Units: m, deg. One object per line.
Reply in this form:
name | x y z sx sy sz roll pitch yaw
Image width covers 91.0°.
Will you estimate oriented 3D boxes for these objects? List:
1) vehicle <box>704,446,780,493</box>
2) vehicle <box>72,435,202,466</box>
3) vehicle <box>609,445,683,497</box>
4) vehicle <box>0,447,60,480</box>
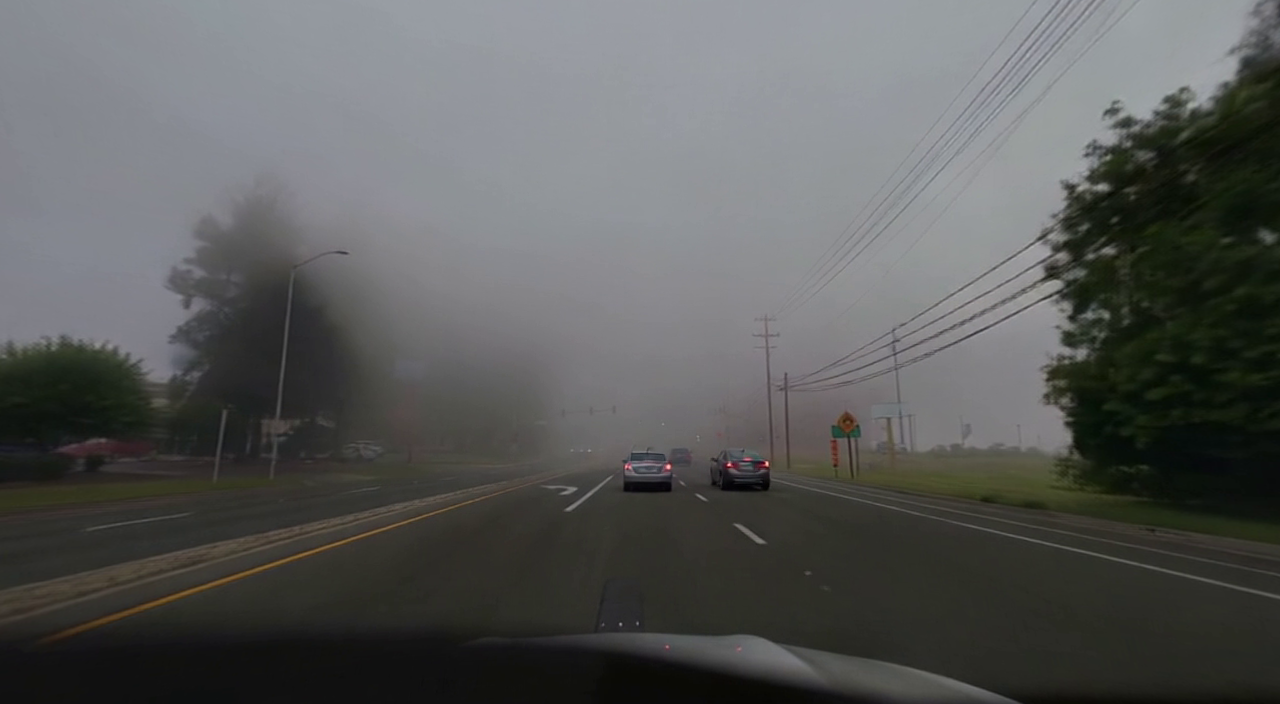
vehicle | 3.472 4.073 22.228 1.985 1.489 4.036 0 -8 -1
vehicle | -34.575 6.784 43.499 6.282 2.011 3.033 0 -8 -3
vehicle | 0.125 3.717 20.157 2.144 1.473 4.028 0 -8 -1
vehicle | -30.225 5.379 30.634 1.939 1.459 3.953 5 -10 -29
